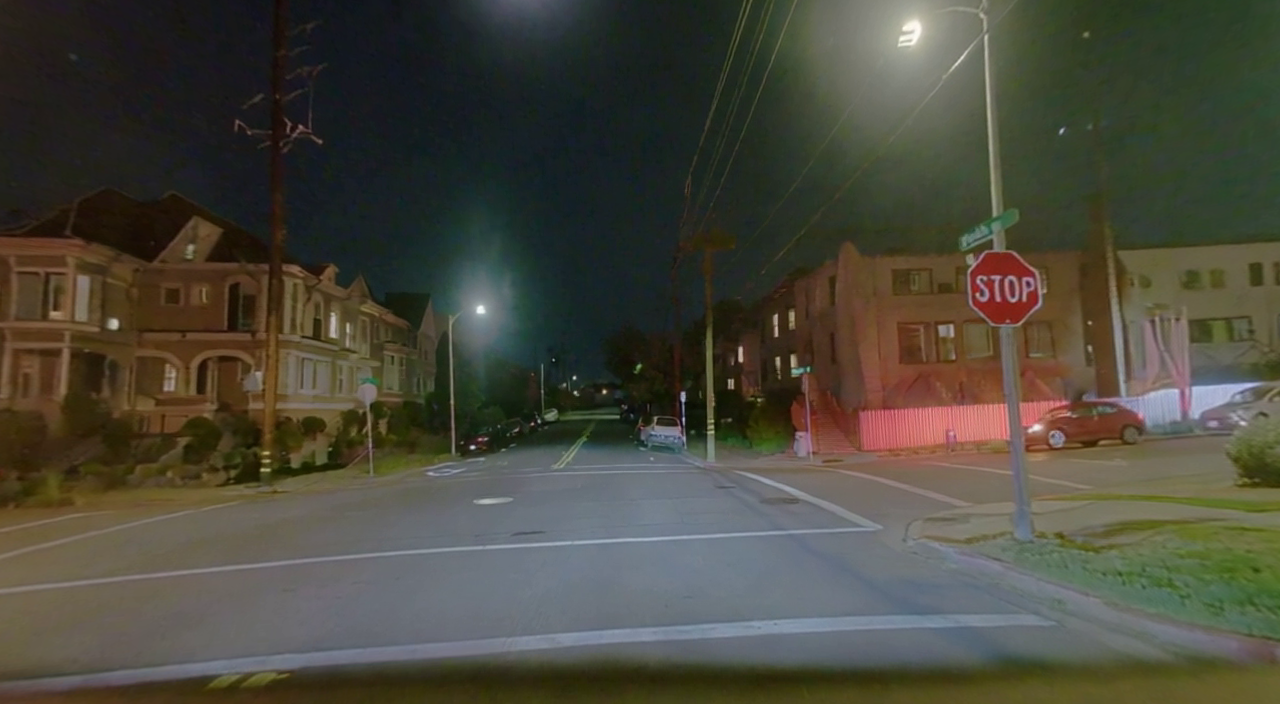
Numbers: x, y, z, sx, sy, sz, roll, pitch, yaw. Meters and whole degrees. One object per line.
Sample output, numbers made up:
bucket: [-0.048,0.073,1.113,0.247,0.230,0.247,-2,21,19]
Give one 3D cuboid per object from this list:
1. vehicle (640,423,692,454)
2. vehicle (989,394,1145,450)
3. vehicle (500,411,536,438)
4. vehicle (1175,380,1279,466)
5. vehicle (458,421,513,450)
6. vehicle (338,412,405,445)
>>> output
vehicle: [1.260,4.462,32.494,2.120,1.487,4.360,0,-8,-5]
vehicle: [16.861,2.814,25.051,4.985,2.088,2.141,2,-9,-13]
vehicle: [-9.356,5.642,48.777,2.104,1.898,4.396,0,-8,-3]
vehicle: [15.443,1.693,14.785,4.389,1.818,2.062,2,-9,-13]
vehicle: [-8.826,4.882,36.538,2.065,1.553,4.636,0,-8,-1]
vehicle: [-14.848,4.333,35.267,1.992,1.678,4.658,0,-8,-5]
